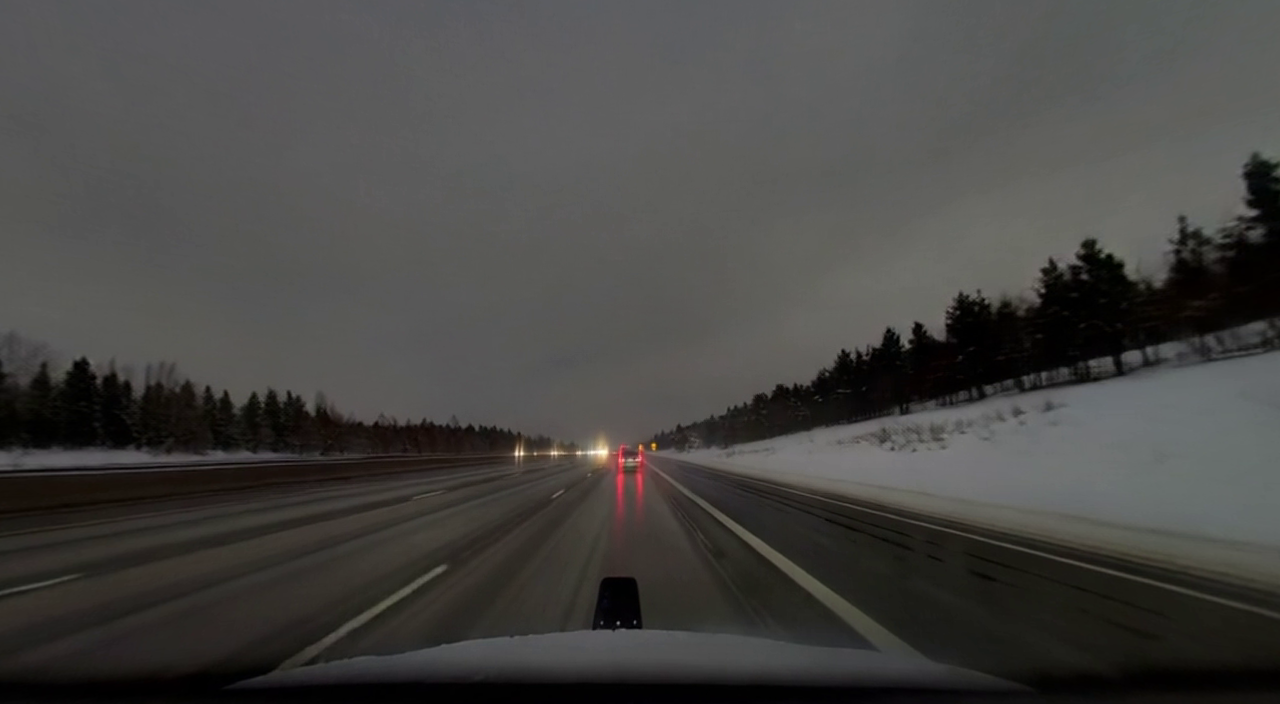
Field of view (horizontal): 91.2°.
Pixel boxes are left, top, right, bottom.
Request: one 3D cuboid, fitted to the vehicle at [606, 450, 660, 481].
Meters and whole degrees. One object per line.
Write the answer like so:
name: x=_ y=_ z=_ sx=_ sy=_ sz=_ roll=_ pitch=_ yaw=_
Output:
vehicle: x=-0.388 y=5.455 z=30.434 sx=2.398 sy=1.336 sz=5.698 roll=0 pitch=-9 yaw=-2
